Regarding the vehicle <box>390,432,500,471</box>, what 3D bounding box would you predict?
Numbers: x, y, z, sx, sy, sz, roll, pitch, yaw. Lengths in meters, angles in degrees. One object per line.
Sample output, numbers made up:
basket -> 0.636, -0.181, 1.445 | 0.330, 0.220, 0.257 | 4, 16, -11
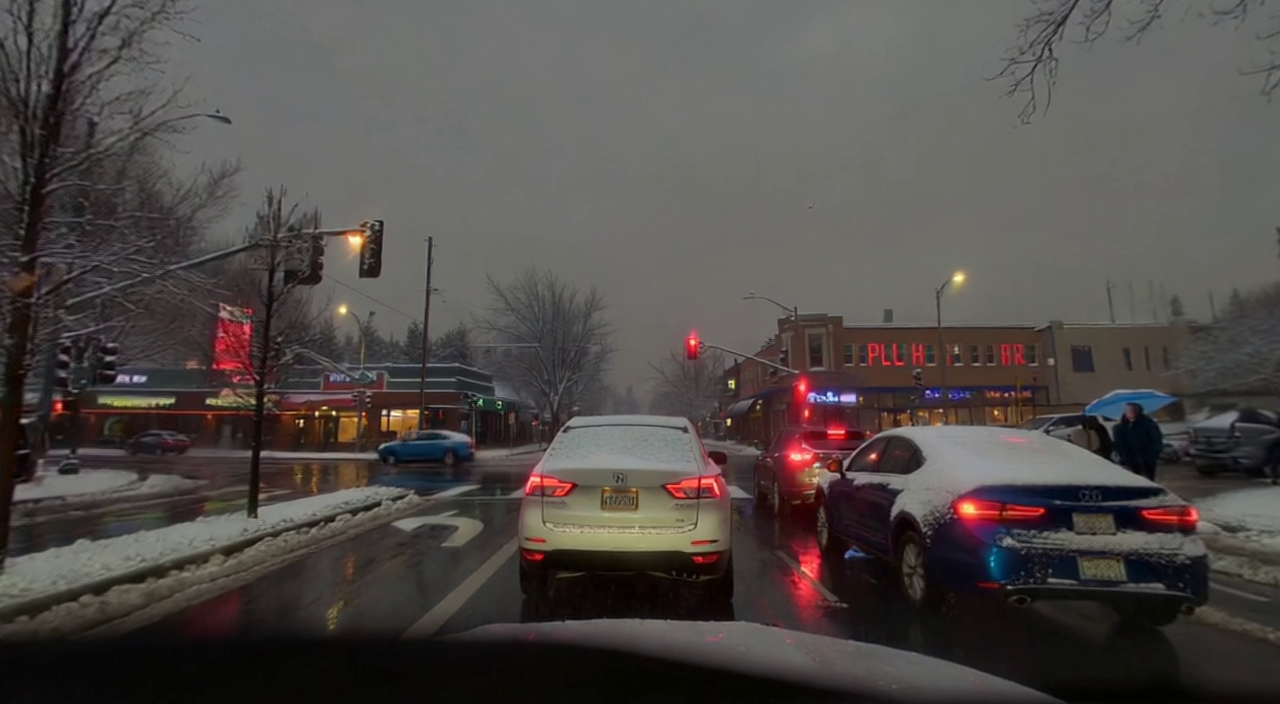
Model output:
vehicle -> -9.732, 4.951, 31.579 | 5.003, 1.799, 2.066 | -3, -9, 20

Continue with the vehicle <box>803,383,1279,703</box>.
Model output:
vehicle -> 3.035, 1.307, 5.445 | 1.983, 1.654, 4.354 | 0, -8, -2

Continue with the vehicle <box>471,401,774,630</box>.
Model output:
vehicle -> -0.147, 1.495, 6.867 | 2.123, 1.589, 4.702 | 0, -8, -1
